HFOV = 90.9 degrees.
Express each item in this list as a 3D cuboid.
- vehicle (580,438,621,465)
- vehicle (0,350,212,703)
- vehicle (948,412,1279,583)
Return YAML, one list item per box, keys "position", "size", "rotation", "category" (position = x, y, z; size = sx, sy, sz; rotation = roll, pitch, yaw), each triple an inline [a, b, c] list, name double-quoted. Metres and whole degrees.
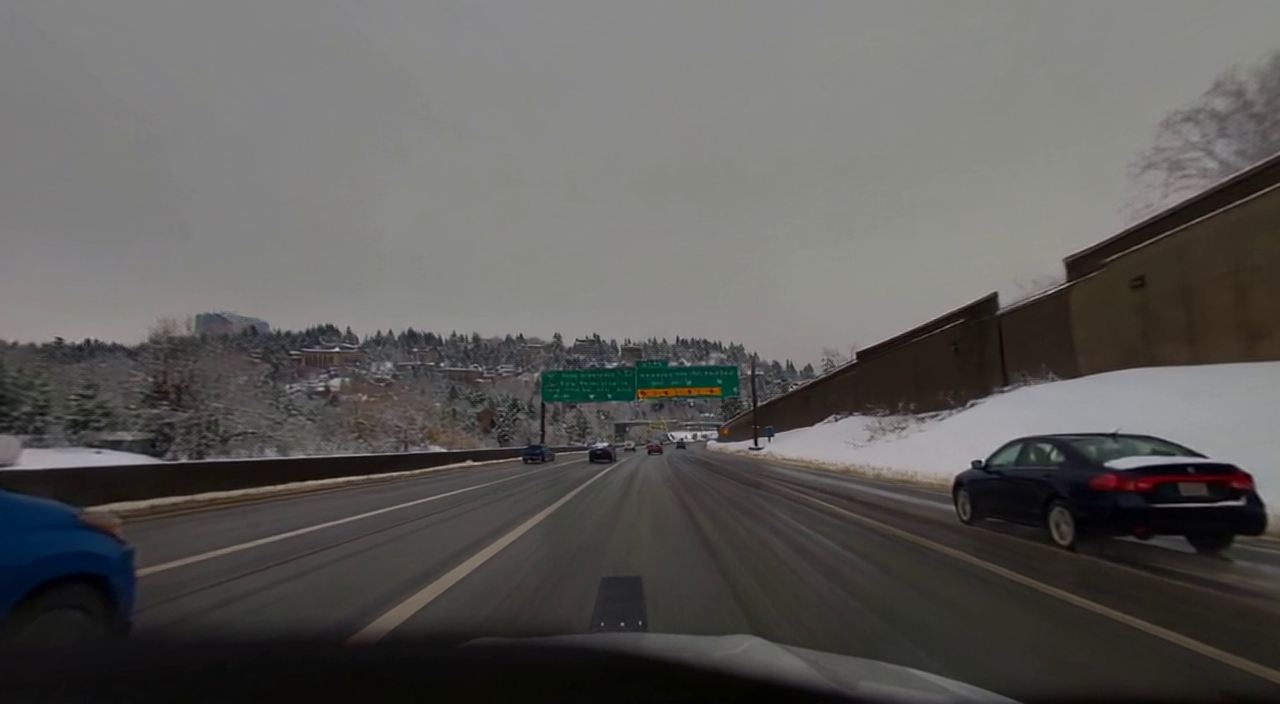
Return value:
- position: [-2.718, 7.084, 45.049]
  size: [2.172, 1.824, 5.031]
  rotation: [-1, -8, 5]
  category: "vehicle"
- position: [-3.918, 0.681, 1.420]
  size: [2.210, 1.730, 5.133]
  rotation: [-1, -8, 1]
  category: "vehicle"
- position: [6.279, 1.742, 8.437]
  size: [2.122, 1.646, 4.491]
  rotation: [-1, -8, 2]
  category: "vehicle"
